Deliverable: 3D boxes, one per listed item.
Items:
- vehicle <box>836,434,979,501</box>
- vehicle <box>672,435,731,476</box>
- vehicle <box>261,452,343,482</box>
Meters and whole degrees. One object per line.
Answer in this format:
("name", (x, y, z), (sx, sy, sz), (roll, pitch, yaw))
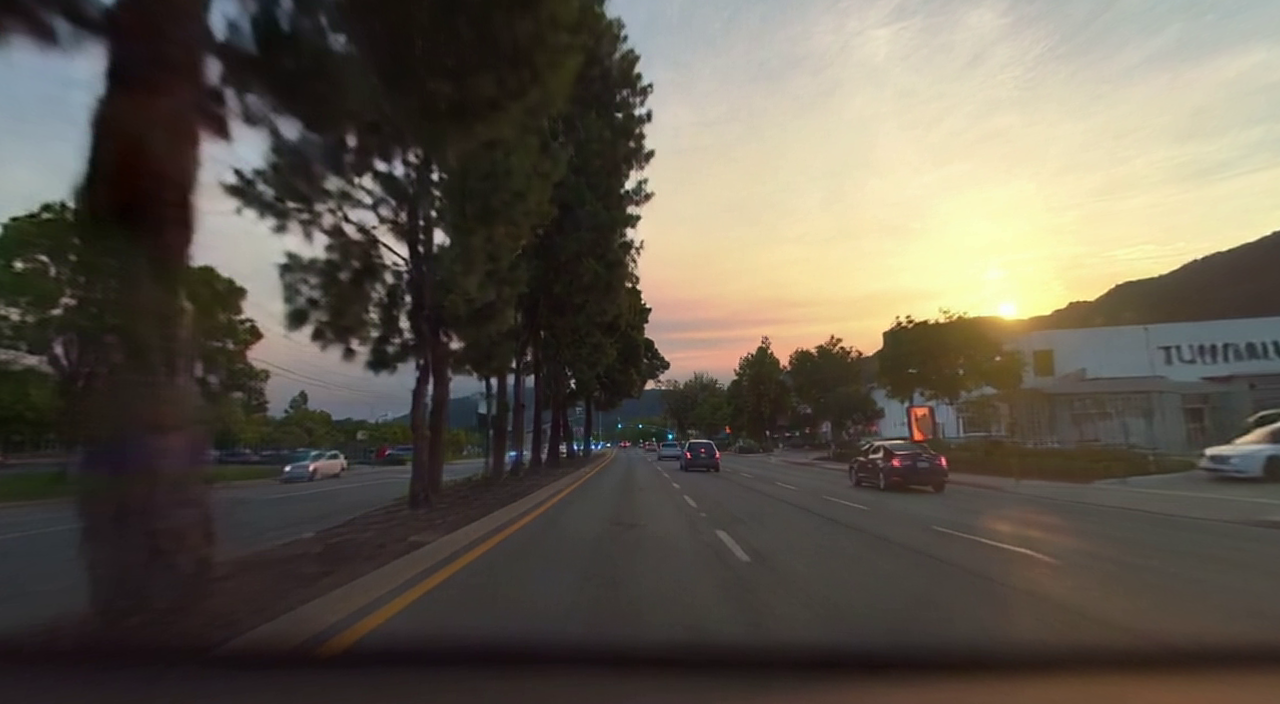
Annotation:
("vehicle", (6.826, 2.977, 16.617), (1.886, 1.528, 4.169), (0, -9, -1))
("vehicle", (2.674, 4.642, 28.427), (2.161, 1.676, 4.151), (0, -9, -1))
("vehicle", (-17.987, 6.112, 33.774), (1.851, 1.480, 4.501), (0, -9, 1))
